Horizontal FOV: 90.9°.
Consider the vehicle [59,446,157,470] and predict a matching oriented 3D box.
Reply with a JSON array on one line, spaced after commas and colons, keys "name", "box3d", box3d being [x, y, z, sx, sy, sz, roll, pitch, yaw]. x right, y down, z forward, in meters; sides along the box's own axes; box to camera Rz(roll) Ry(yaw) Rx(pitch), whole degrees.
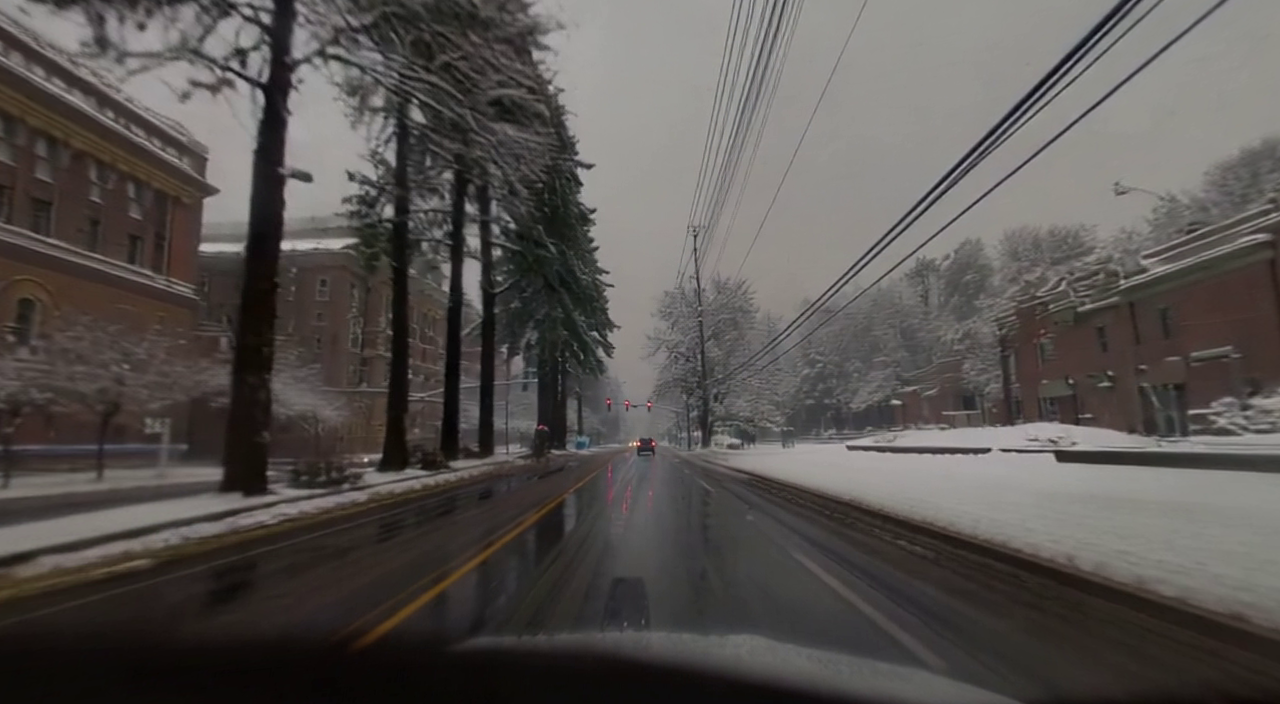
[{"name": "vehicle", "box3d": [-32.525, 6.482, 38.620, 4.397, 1.454, 1.803, 0, -9, 2]}]
